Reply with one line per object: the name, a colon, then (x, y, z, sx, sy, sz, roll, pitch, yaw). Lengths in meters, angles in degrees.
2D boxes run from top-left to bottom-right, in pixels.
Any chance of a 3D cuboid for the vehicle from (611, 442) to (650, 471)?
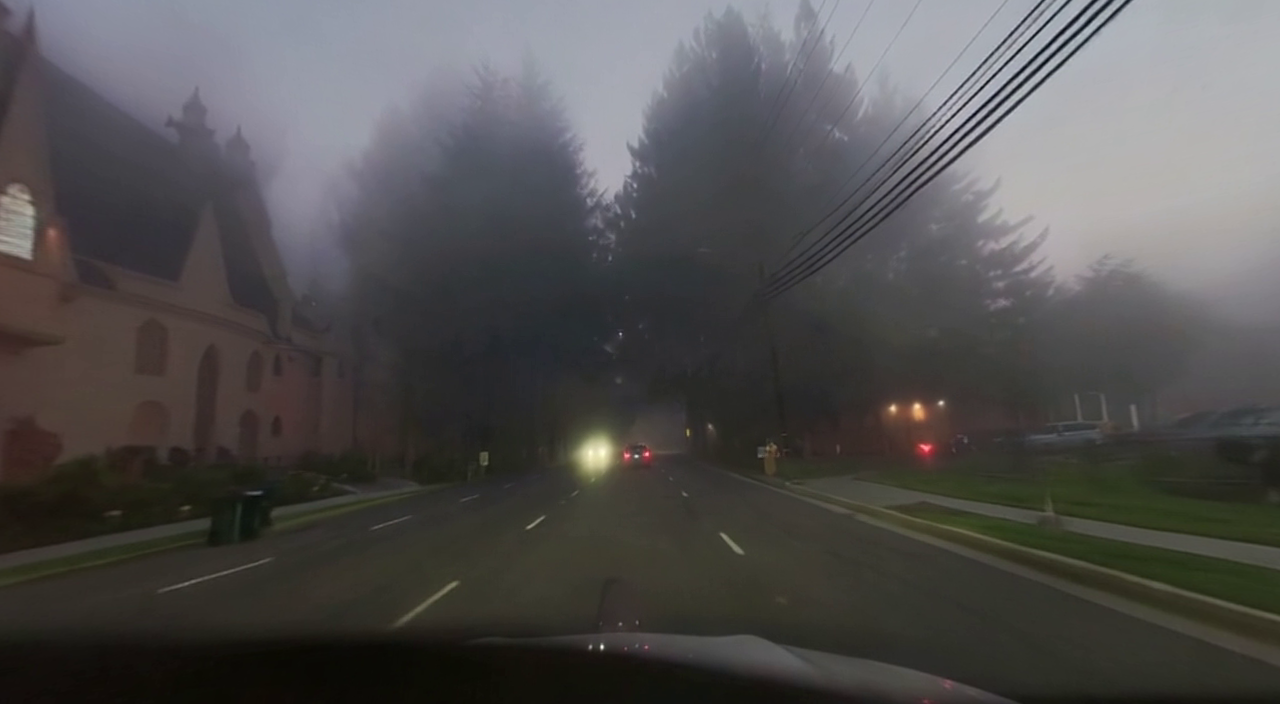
vehicle: (-0.554, 5.937, 36.100, 2.093, 1.497, 4.010, -1, -8, -1)
